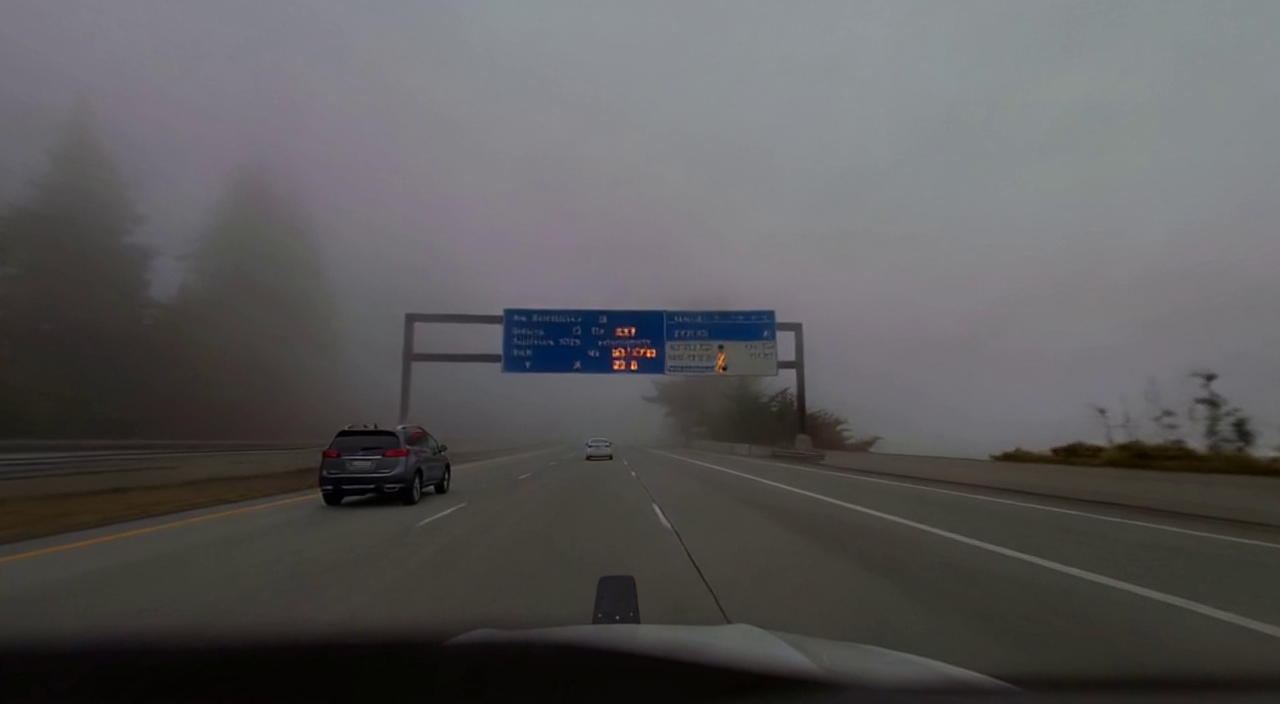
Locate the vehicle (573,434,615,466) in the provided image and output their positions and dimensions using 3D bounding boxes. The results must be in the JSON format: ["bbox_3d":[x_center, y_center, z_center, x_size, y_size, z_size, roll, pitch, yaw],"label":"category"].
[{"bbox_3d":[-2.281,4.990,32.284,2.010,1.534,4.013,0,-8,-2],"label":"vehicle"}]

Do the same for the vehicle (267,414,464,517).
[{"bbox_3d":[-5.211,2.200,12.787,2.111,1.689,4.505,0,-8,-2],"label":"vehicle"}]
